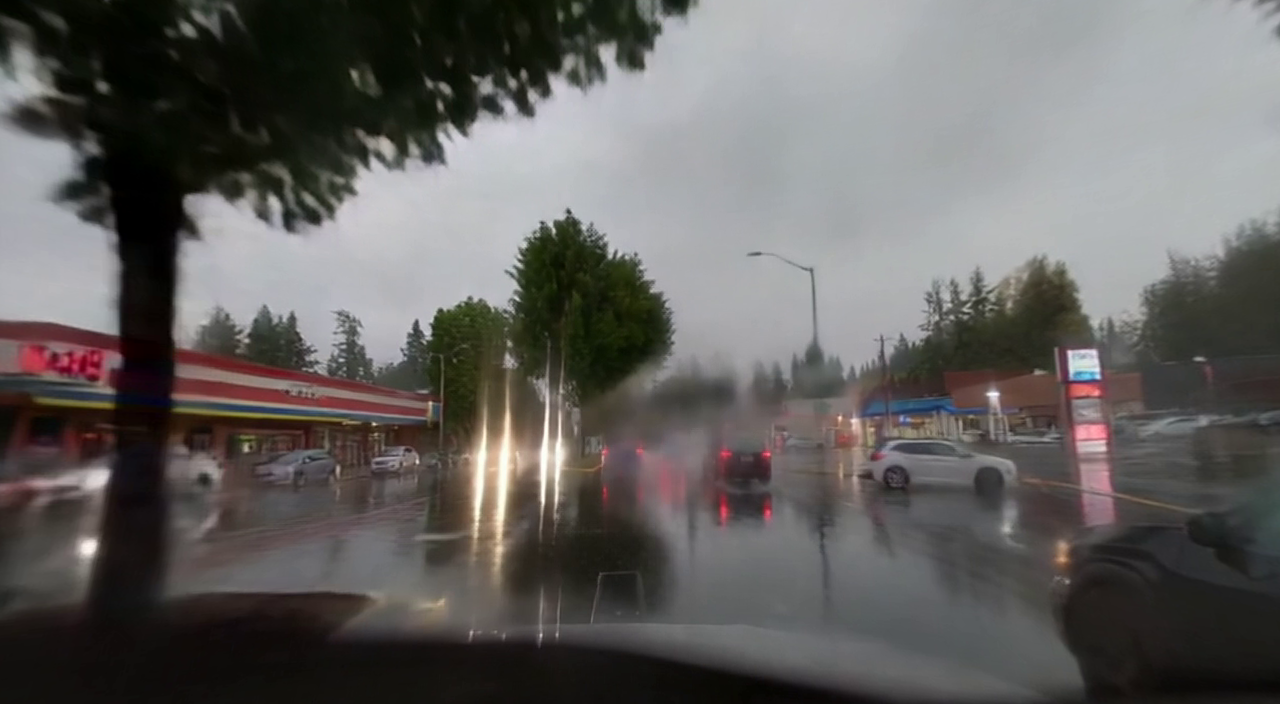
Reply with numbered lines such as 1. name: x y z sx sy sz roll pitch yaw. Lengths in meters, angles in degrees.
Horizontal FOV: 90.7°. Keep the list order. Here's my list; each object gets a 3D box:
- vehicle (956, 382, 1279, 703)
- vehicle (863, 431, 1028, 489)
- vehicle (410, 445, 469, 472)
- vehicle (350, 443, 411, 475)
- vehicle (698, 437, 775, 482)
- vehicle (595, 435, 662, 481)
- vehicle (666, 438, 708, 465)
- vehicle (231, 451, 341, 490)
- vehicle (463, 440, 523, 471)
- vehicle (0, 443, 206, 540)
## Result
1. vehicle: 3.189 0.819 1.886 2.097 1.502 4.470 0 -8 -1
2. vehicle: 9.947 3.568 21.044 4.464 1.755 2.236 -2 -9 14
3. vehicle: -11.630 6.192 37.064 1.915 1.473 4.573 -1 -8 1
4. vehicle: -15.628 6.456 38.369 1.979 1.819 4.308 0 -8 -1
5. vehicle: 3.427 3.904 23.302 2.060 1.471 4.168 0 -8 -1
6. vehicle: -0.415 3.850 23.207 2.232 1.508 4.319 0 -8 -1
7. vehicle: 2.799 5.998 38.282 2.098 1.527 3.966 0 -8 -2
8. vehicle: -14.963 4.993 27.116 2.007 1.463 4.792 0 -8 -1
9. vehicle: -8.073 5.738 35.246 2.240 1.550 4.760 0 -8 0
10. vehicle: -11.613 2.691 12.955 2.117 1.592 4.660 0 -8 0
